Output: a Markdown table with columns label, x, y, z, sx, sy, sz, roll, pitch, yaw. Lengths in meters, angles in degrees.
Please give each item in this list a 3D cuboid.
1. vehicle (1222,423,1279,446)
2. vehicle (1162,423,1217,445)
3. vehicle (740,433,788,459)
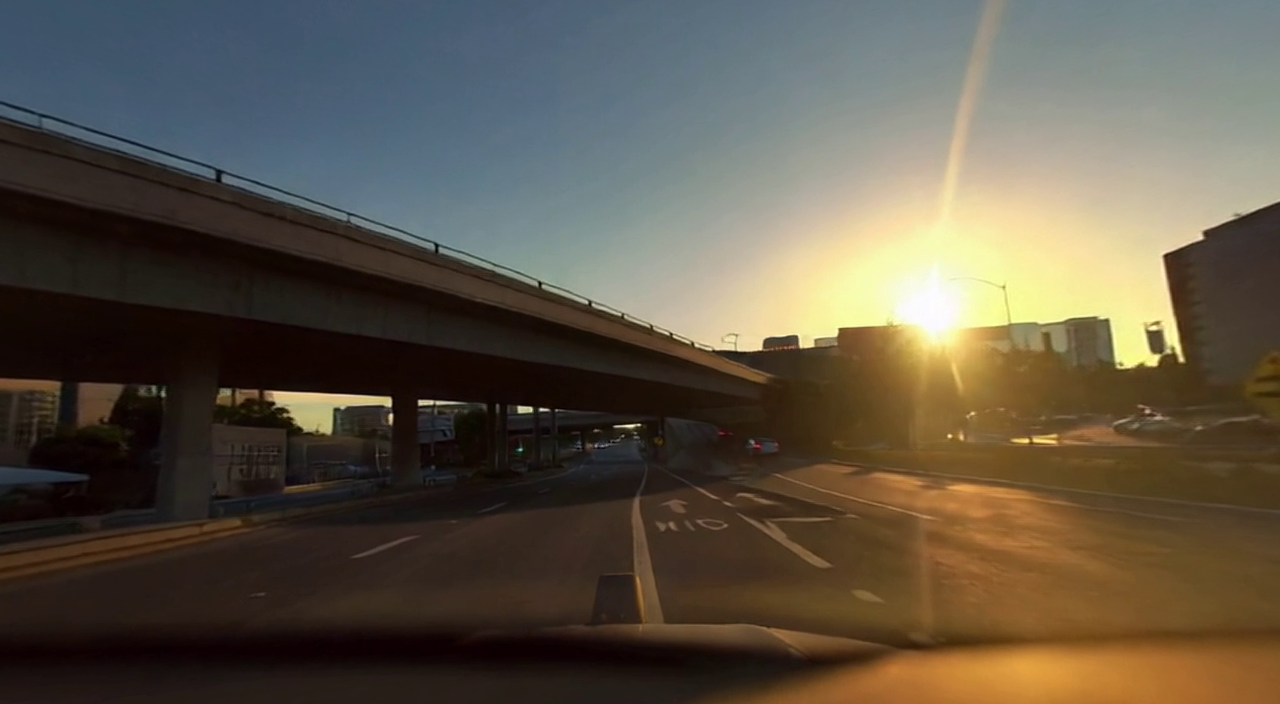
| label | x | y | z | sx | sy | sz | roll | pitch | yaw |
| --- | --- | --- | --- | --- | --- | --- | --- | --- | --- |
| vehicle | 41.523 | 5.516 | 42.084 | 3.580 | 1.433 | 1.872 | 0 | -9 | 0 |
| vehicle | 42.566 | 6.386 | 48.922 | 3.934 | 1.573 | 1.856 | 5 | -10 | -29 |
| vehicle | 7.608 | 5.803 | 39.016 | 2.048 | 1.516 | 3.874 | 0 | -8 | -2 |
